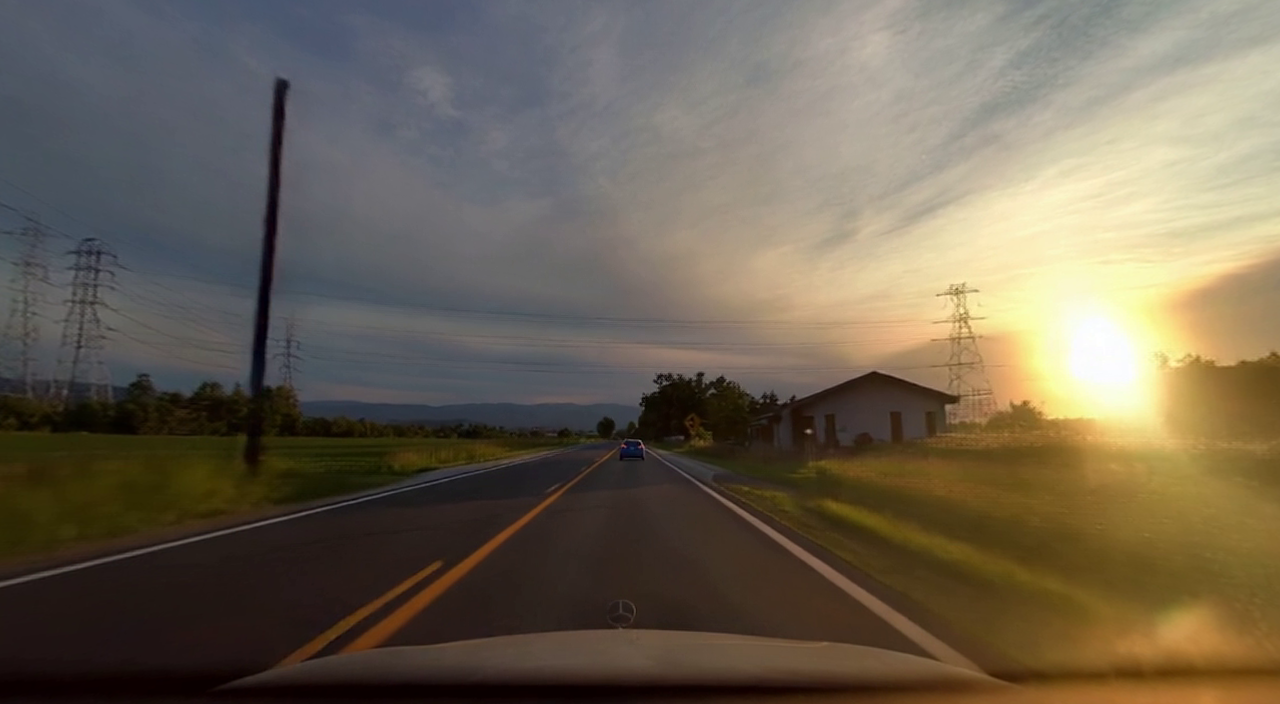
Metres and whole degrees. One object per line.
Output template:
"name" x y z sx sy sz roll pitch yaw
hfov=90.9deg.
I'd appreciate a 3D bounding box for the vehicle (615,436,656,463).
"vehicle" -0.255 5.587 36.380 2.241 1.471 3.829 0 -8 -1
